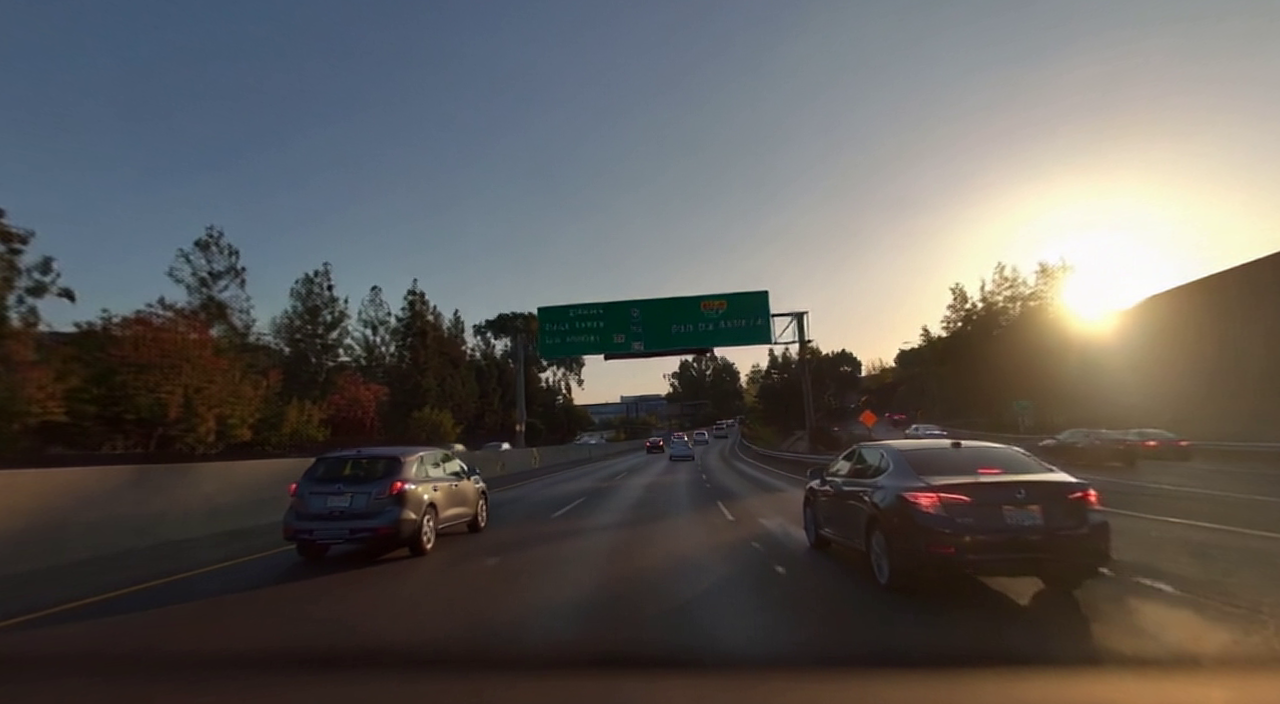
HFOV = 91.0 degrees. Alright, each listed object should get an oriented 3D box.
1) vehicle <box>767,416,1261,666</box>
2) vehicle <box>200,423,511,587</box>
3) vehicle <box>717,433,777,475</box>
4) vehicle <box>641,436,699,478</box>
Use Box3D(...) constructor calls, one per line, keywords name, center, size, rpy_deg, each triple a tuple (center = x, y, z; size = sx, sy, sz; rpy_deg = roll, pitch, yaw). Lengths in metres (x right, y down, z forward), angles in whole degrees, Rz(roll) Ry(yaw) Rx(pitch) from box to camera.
Box3D(name="vehicle", center=(2.716, 1.493, 6.132), size=(2.009, 1.489, 4.559), rpy_deg=(0, -9, 0))
Box3D(name="vehicle", center=(-3.205, 1.816, 8.354), size=(1.937, 1.558, 4.469), rpy_deg=(0, -9, 2))
Box3D(name="vehicle", center=(4.563, 4.416, 27.424), size=(2.076, 1.684, 4.241), rpy_deg=(-1, -9, 3))
Box3D(name="vehicle", center=(1.277, 4.355, 26.264), size=(2.201, 1.614, 3.803), rpy_deg=(-1, -9, 4))
